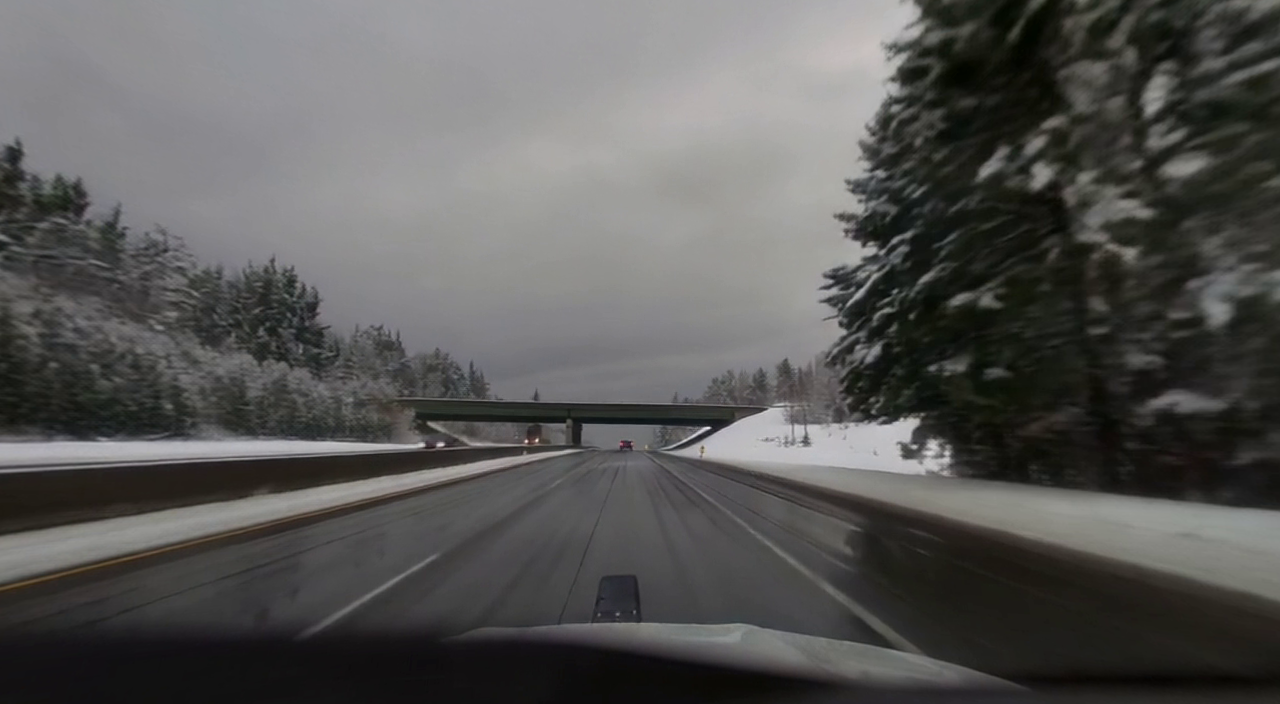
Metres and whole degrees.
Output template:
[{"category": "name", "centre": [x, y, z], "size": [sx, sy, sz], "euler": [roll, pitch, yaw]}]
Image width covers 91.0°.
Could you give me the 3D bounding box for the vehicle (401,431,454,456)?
[{"category": "vehicle", "centre": [-13.683, 5.948, 40.863], "size": [1.919, 1.481, 4.525], "euler": [0, -8, -1]}]
